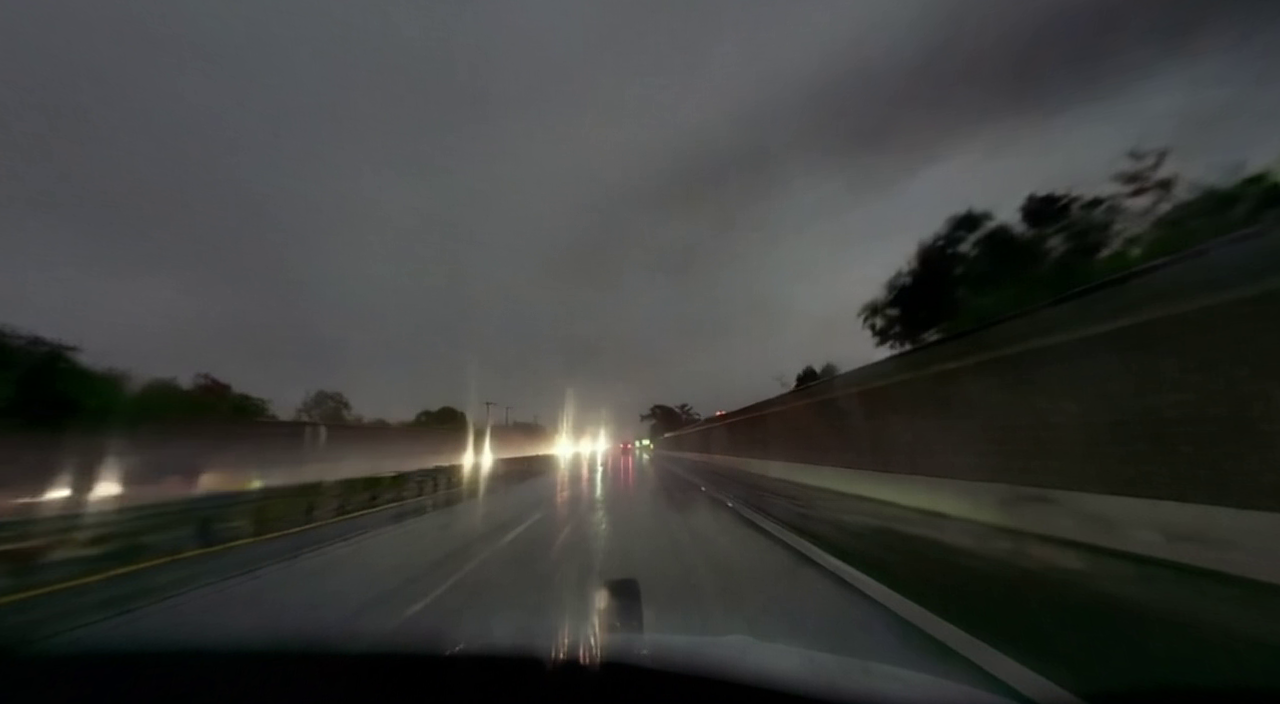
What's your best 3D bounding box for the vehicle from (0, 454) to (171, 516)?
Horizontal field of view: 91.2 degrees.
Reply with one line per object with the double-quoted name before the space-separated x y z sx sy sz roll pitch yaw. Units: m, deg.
"vehicle" -16.911 3.906 18.983 1.936 1.576 4.524 0 -9 -1
